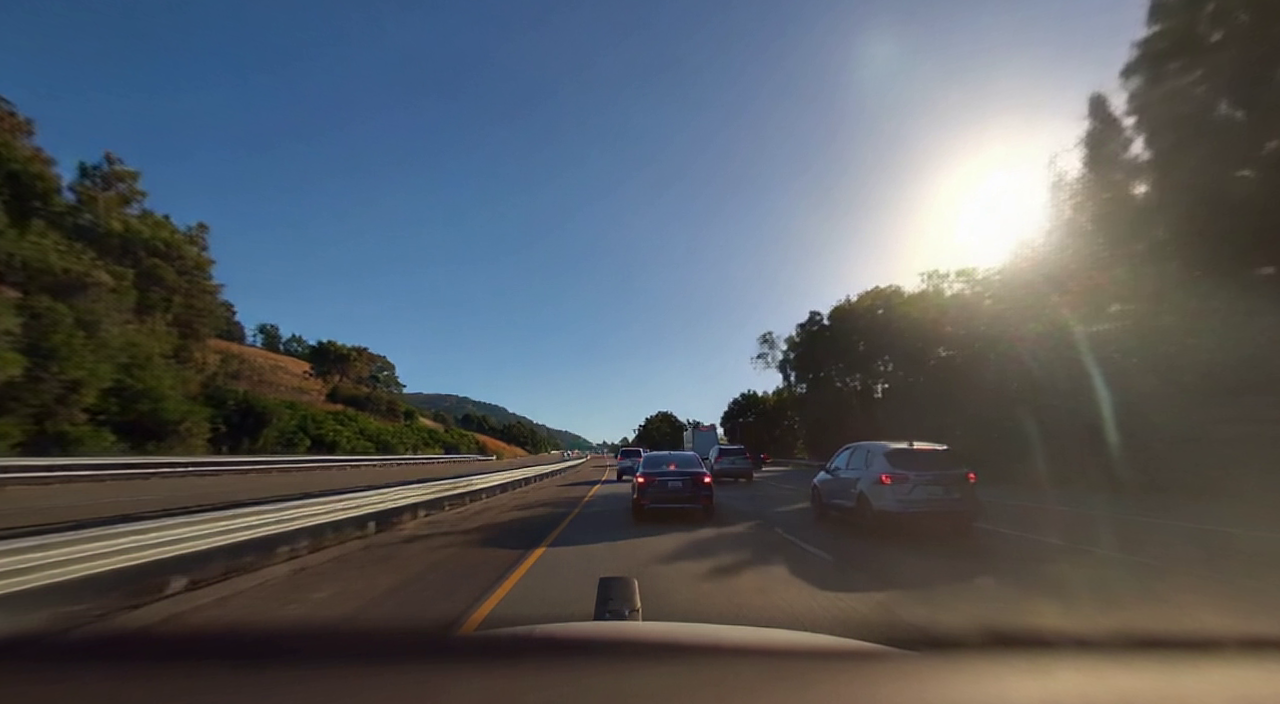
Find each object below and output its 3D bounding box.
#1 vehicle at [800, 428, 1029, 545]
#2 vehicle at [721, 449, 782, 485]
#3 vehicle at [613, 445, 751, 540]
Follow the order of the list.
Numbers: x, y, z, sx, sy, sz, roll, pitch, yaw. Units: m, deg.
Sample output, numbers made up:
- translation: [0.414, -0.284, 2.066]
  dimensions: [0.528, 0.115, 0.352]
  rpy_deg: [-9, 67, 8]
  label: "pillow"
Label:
- translation: [4.563, 2.302, 11.453]
  dimensions: [1.998, 1.657, 4.604]
  rpy_deg: [0, -9, -1]
  label: "vehicle"
- translation: [5.032, 5.220, 28.987]
  dimensions: [1.908, 1.500, 4.157]
  rpy_deg: [0, -9, -2]
  label: "vehicle"
- translation: [0.611, 2.441, 11.532]
  dimensions: [2.094, 1.426, 3.725]
  rpy_deg: [0, -9, -1]
  label: "vehicle"
